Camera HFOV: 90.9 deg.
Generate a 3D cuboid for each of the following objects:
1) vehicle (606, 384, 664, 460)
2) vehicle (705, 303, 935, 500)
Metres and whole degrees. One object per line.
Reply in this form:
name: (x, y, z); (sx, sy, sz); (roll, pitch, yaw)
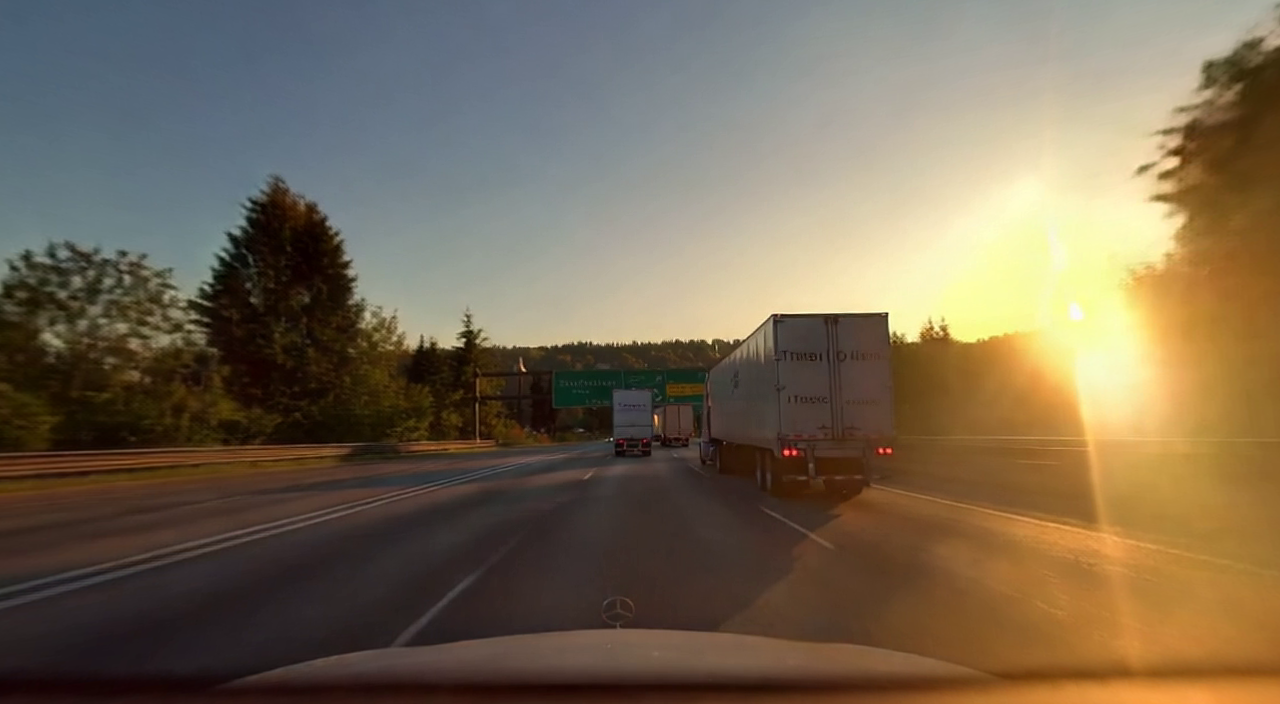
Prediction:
vehicle: (-0.368, 4.326, 37.745); (2.958, 3.917, 10.196); (0, -8, -1)
vehicle: (4.519, 1.984, 20.538); (2.856, 4.145, 14.500); (0, -8, -1)
